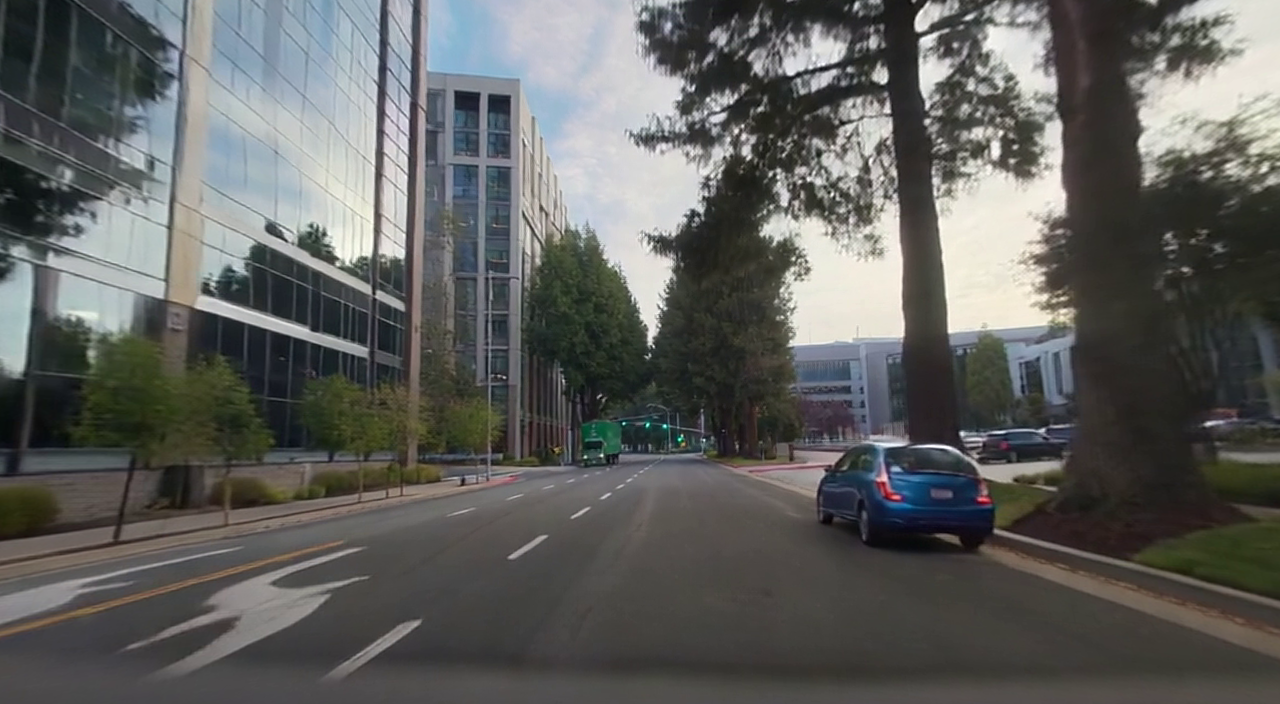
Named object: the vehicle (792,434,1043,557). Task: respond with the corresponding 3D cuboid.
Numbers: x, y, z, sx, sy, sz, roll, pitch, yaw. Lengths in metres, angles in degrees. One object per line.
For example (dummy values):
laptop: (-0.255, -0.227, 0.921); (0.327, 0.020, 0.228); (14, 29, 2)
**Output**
vehicle: (3.999, 2.134, 10.118); (2.098, 1.509, 4.389); (0, -9, 1)
